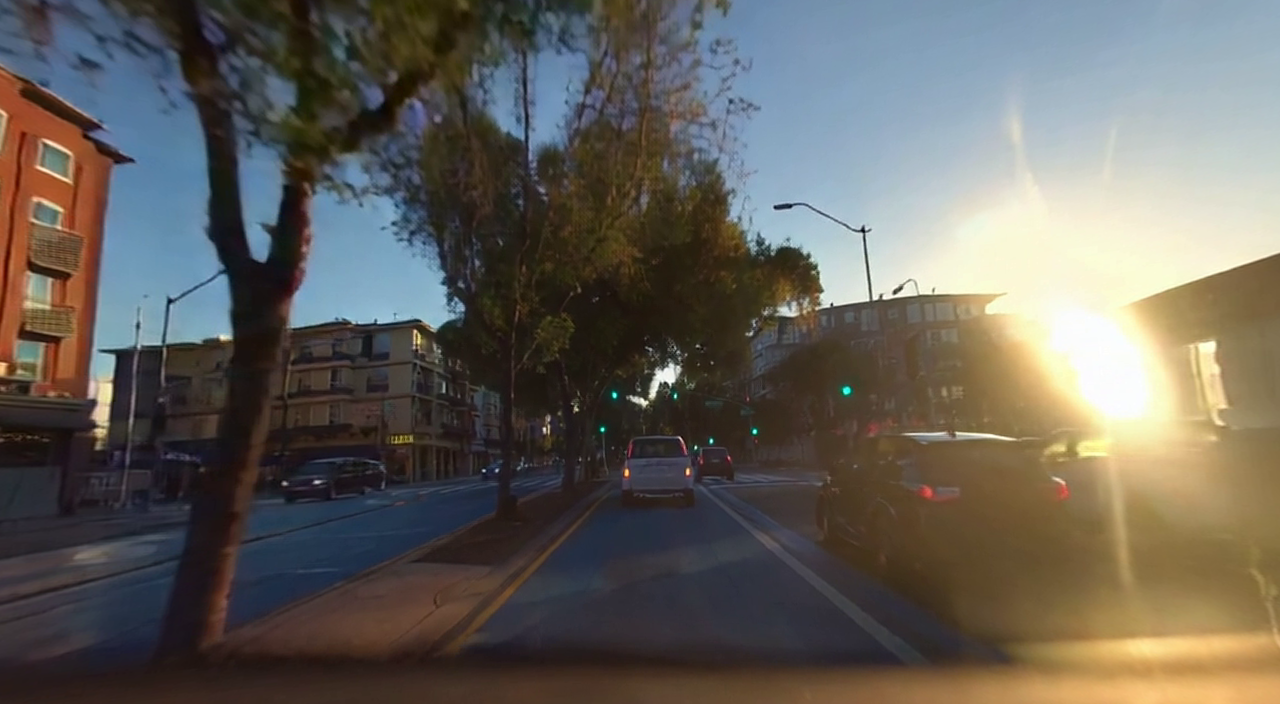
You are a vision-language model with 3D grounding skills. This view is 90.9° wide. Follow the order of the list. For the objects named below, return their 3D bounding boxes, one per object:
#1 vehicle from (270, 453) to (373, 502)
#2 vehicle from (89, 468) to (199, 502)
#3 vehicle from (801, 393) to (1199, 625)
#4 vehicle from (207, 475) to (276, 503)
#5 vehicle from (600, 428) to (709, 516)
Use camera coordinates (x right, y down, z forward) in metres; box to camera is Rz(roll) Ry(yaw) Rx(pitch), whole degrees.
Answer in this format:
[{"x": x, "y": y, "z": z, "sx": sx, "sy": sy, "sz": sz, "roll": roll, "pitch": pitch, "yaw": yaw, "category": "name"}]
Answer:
[{"x": -13.598, "y": 5.343, "z": 27.297, "sx": 1.914, "sy": 1.889, "sz": 4.585, "roll": -1, "pitch": -9, "yaw": 2, "category": "vehicle"}, {"x": -28.917, "y": 7.755, "z": 36.876, "sx": 4.558, "sy": 1.818, "sz": 2.120, "roll": 0, "pitch": -9, "yaw": 1, "category": "vehicle"}, {"x": 3.262, "y": 1.520, "z": 6.916, "sx": 1.939, "sy": 1.746, "sz": 4.091, "roll": 0, "pitch": -9, "yaw": 1, "category": "vehicle"}, {"x": -27.207, "y": 9.352, "z": 43.140, "sx": 3.416, "sy": 1.466, "sz": 1.840, "roll": 3, "pitch": -6, "yaw": 0, "category": "vehicle"}, {"x": 0.319, "y": 2.758, "z": 14.883, "sx": 2.209, "sy": 1.748, "sz": 4.130, "roll": 0, "pitch": -9, "yaw": 1, "category": "vehicle"}]
